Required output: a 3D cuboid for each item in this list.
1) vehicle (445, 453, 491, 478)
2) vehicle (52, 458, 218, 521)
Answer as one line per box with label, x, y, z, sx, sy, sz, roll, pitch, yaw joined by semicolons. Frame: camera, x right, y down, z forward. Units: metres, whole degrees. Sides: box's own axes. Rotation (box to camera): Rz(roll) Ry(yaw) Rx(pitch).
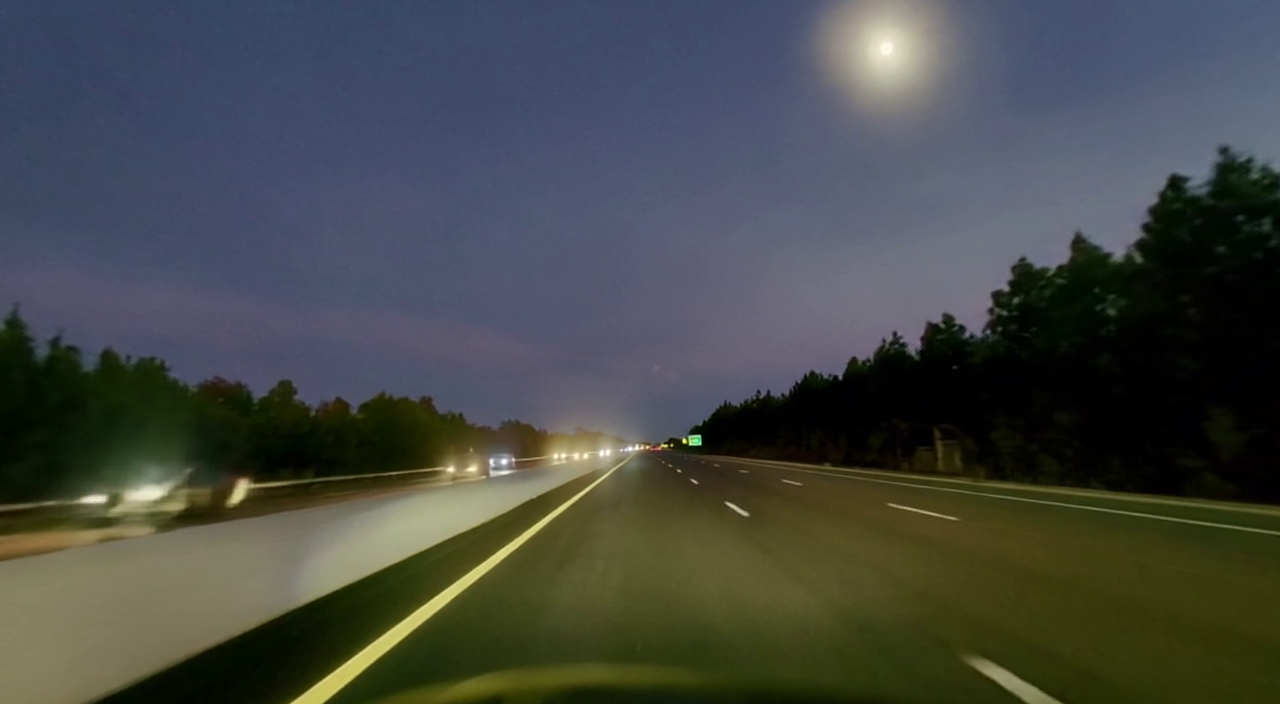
vehicle;-12.025;7.947;44.311;1.965;1.625;4.322;0;-9;1
vehicle;-16.931;4.585;21.520;1.978;1.817;4.338;0;-9;0
